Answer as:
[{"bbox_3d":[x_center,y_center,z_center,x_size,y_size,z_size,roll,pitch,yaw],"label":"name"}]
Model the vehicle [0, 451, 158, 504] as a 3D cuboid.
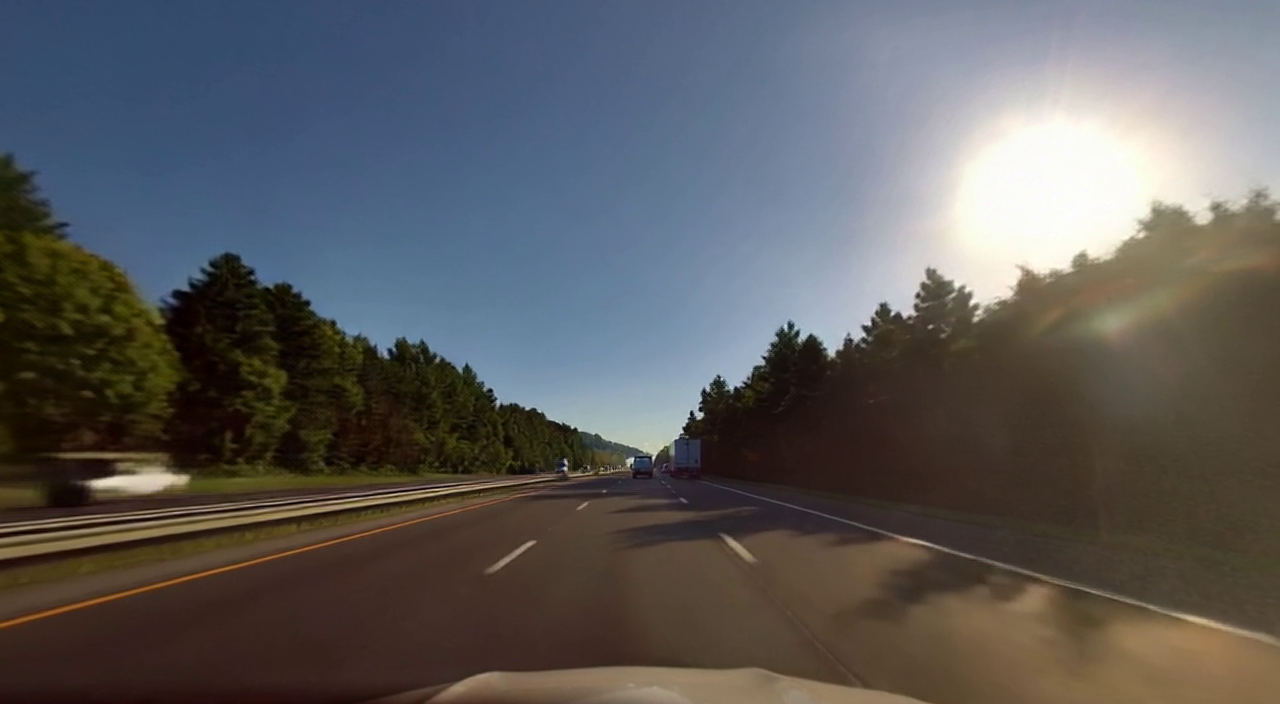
[{"bbox_3d":[-18.963,4.161,21.093,1.851,1.541,4.504,1,-10,0],"label":"vehicle"}]
